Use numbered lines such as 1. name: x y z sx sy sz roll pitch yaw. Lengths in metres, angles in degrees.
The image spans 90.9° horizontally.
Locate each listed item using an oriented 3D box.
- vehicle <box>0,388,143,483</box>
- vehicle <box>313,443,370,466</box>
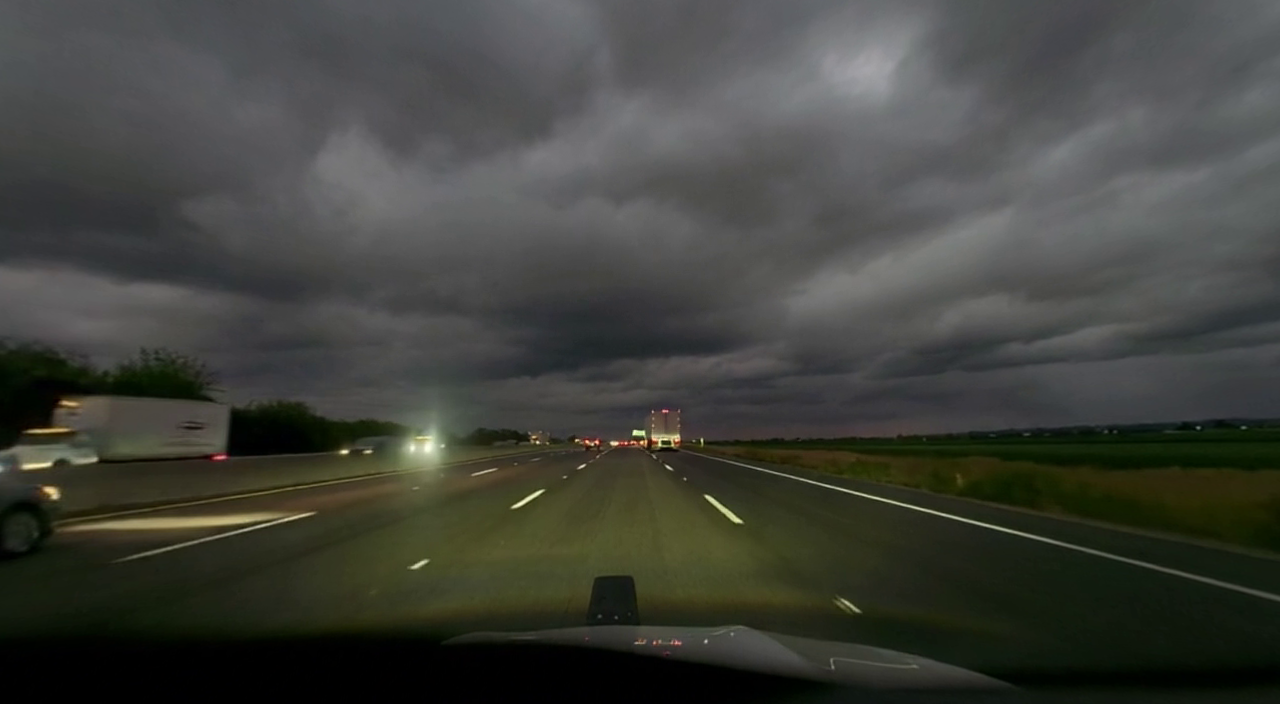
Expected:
1. vehicle: -23.333 3.344 25.268 2.851 3.407 4.697 0 -8 -2
2. vehicle: -19.930 6.829 42.268 1.893 1.434 4.118 0 -8 -1
